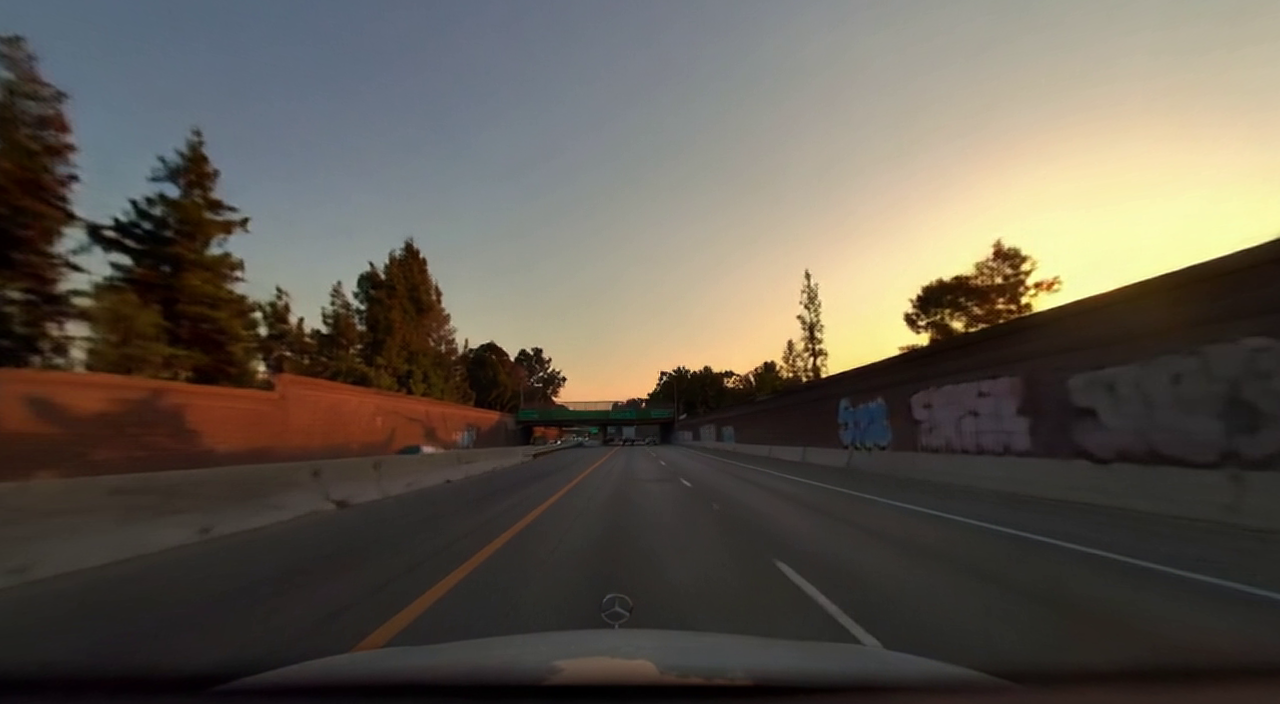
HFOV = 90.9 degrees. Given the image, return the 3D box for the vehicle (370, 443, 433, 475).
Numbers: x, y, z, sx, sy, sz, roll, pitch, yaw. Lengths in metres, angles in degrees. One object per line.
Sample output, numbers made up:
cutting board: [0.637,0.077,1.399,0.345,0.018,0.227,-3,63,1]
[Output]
vehicle: [-13.027,5.841,34.743,1.809,1.557,4.394,0,-8,-1]
